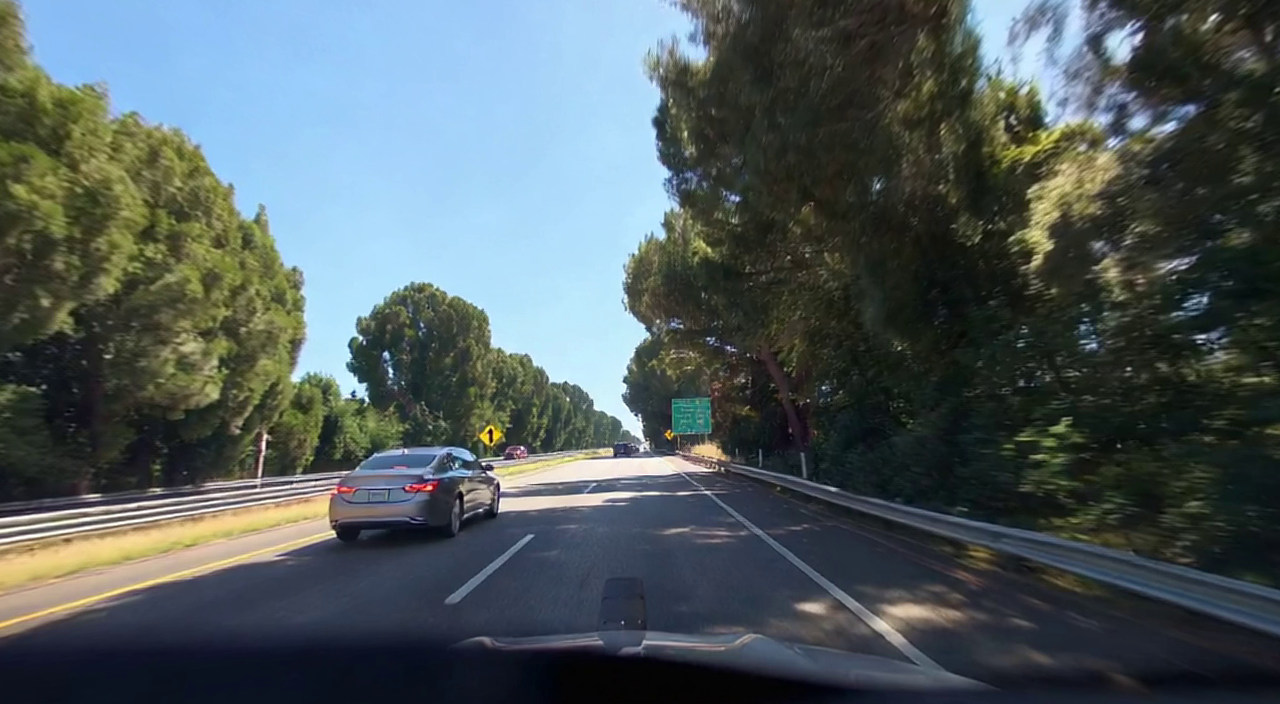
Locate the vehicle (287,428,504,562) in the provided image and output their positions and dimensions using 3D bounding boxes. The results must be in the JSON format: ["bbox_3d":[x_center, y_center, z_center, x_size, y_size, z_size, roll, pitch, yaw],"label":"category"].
[{"bbox_3d":[-3.231,1.941,9.167,1.675,1.537,3.574,0,-9,1],"label":"vehicle"}]
